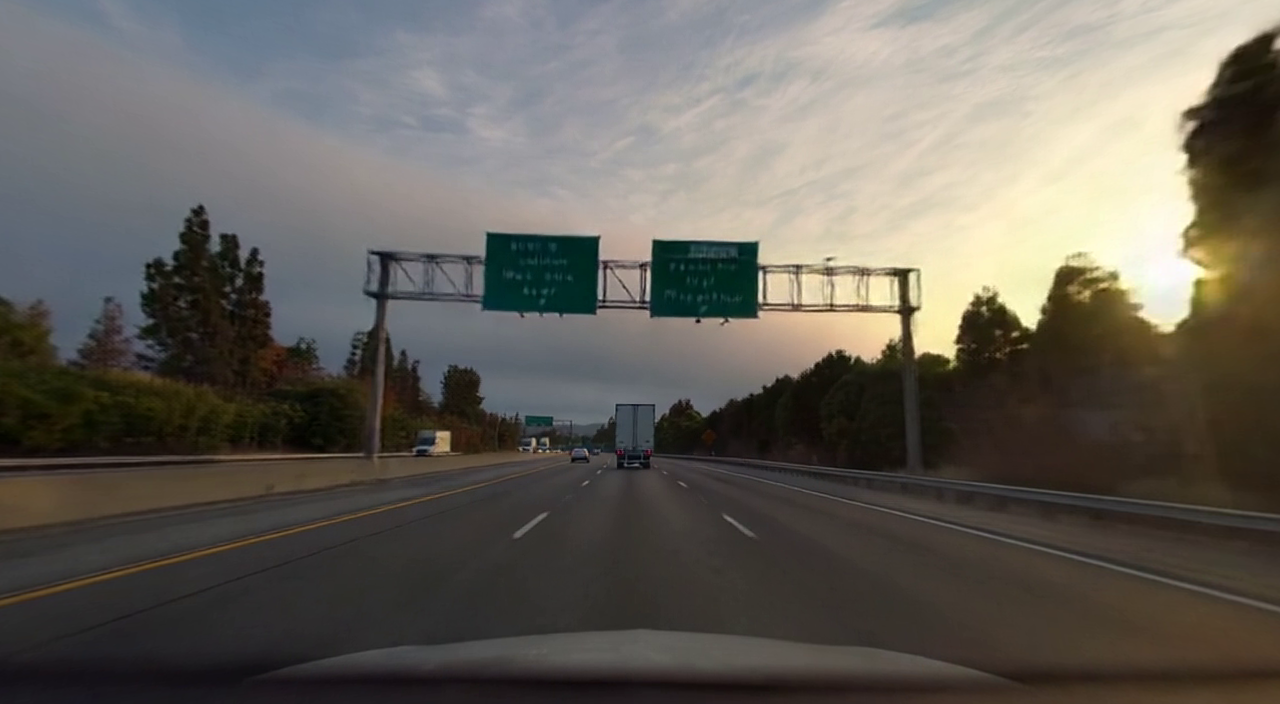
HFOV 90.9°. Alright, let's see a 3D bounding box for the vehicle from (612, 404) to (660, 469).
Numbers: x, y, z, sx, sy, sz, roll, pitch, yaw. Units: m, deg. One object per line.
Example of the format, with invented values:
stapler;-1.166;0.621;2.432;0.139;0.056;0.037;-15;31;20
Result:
vehicle;-0.408;5.993;43.952;2.962;3.953;10.696;0;-9;-2
